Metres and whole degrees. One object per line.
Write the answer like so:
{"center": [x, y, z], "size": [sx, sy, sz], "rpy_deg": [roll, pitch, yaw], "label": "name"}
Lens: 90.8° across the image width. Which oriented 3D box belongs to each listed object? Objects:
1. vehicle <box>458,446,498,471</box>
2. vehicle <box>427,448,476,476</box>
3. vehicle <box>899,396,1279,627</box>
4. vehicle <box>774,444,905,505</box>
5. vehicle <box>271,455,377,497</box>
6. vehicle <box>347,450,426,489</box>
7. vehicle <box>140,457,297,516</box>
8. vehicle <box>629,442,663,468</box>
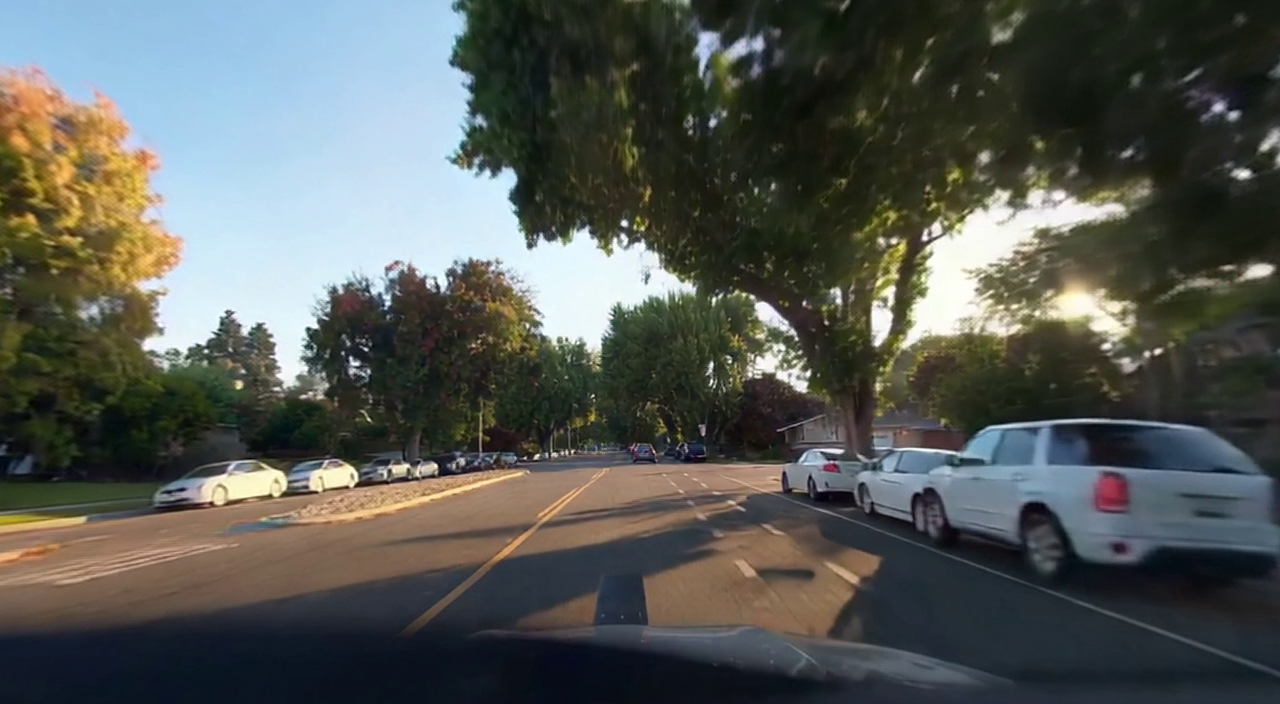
{"center": [-12.440, 8.190, 48.811], "size": [1.904, 1.805, 5.100], "rpy_deg": [1, -9, -3], "label": "vehicle"}
{"center": [-12.557, 7.328, 42.416], "size": [1.938, 1.738, 4.516], "rpy_deg": [0, -9, -1], "label": "vehicle"}
{"center": [5.156, 1.628, 7.479], "size": [2.078, 1.813, 4.827], "rpy_deg": [0, -9, 0], "label": "vehicle"}
{"center": [5.271, 3.284, 17.453], "size": [1.978, 1.438, 4.716], "rpy_deg": [1, -9, -1], "label": "vehicle"}
{"center": [-12.358, 4.848, 25.065], "size": [1.916, 1.463, 4.564], "rpy_deg": [0, -9, -1], "label": "vehicle"}
{"center": [-12.202, 5.650, 30.825], "size": [1.905, 1.503, 5.015], "rpy_deg": [-4, -8, -1], "label": "vehicle"}
{"center": [-12.502, 3.968, 19.137], "size": [1.877, 1.505, 4.125], "rpy_deg": [0, -9, 0], "label": "vehicle"}
{"center": [0.335, 6.459, 39.738], "size": [2.022, 1.471, 3.973], "rpy_deg": [0, -9, -1], "label": "vehicle"}
